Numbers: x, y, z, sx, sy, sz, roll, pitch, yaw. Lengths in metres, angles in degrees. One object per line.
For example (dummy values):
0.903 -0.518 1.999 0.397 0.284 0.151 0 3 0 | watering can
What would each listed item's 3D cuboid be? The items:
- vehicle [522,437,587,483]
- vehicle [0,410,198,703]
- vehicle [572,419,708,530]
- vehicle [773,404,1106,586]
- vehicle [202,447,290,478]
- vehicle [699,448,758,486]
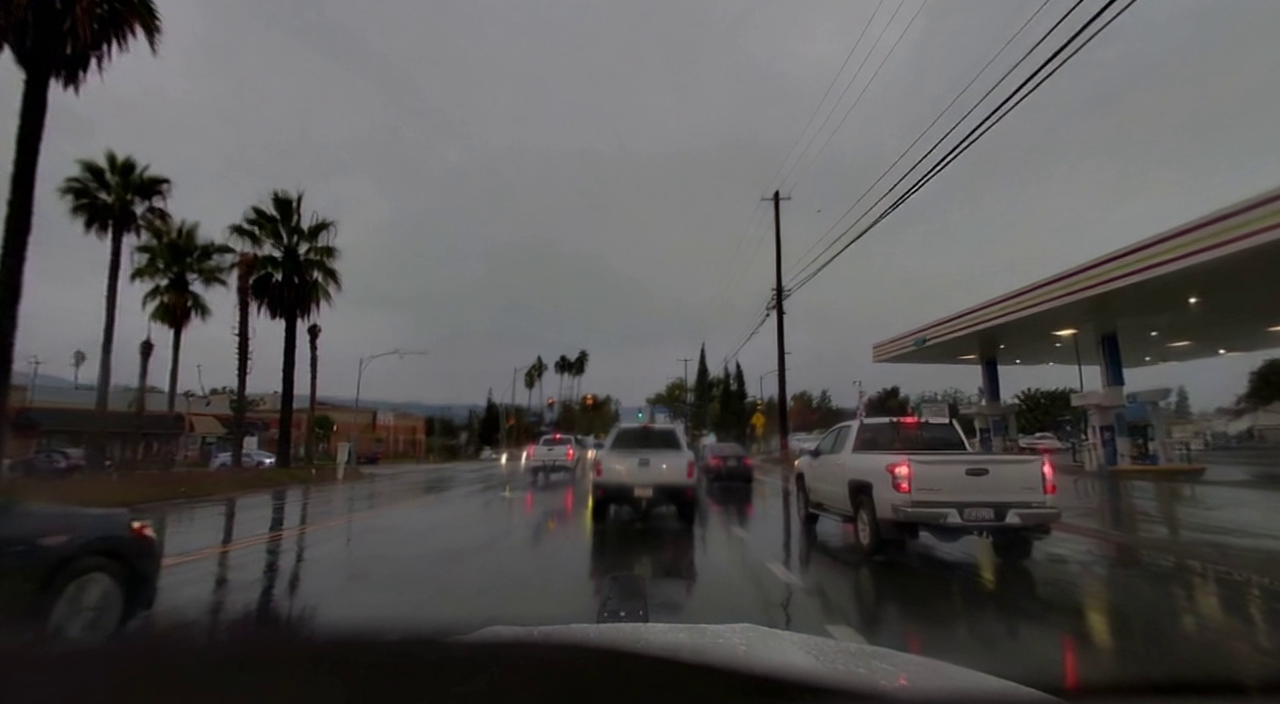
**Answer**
-3.606 4.652 27.445 2.071 1.811 4.605 0 -9 2 | vehicle
-4.073 0.877 1.927 1.983 1.502 4.720 0 -9 0 | vehicle
0.060 2.475 13.374 2.295 1.835 5.471 0 -9 1 | vehicle
3.612 1.855 9.165 2.120 1.828 5.531 0 -9 0 | vehicle
-29.104 8.147 46.722 2.543 2.092 6.613 0 -9 -3 | vehicle
3.539 4.672 25.816 1.901 1.401 3.965 0 -9 1 | vehicle
